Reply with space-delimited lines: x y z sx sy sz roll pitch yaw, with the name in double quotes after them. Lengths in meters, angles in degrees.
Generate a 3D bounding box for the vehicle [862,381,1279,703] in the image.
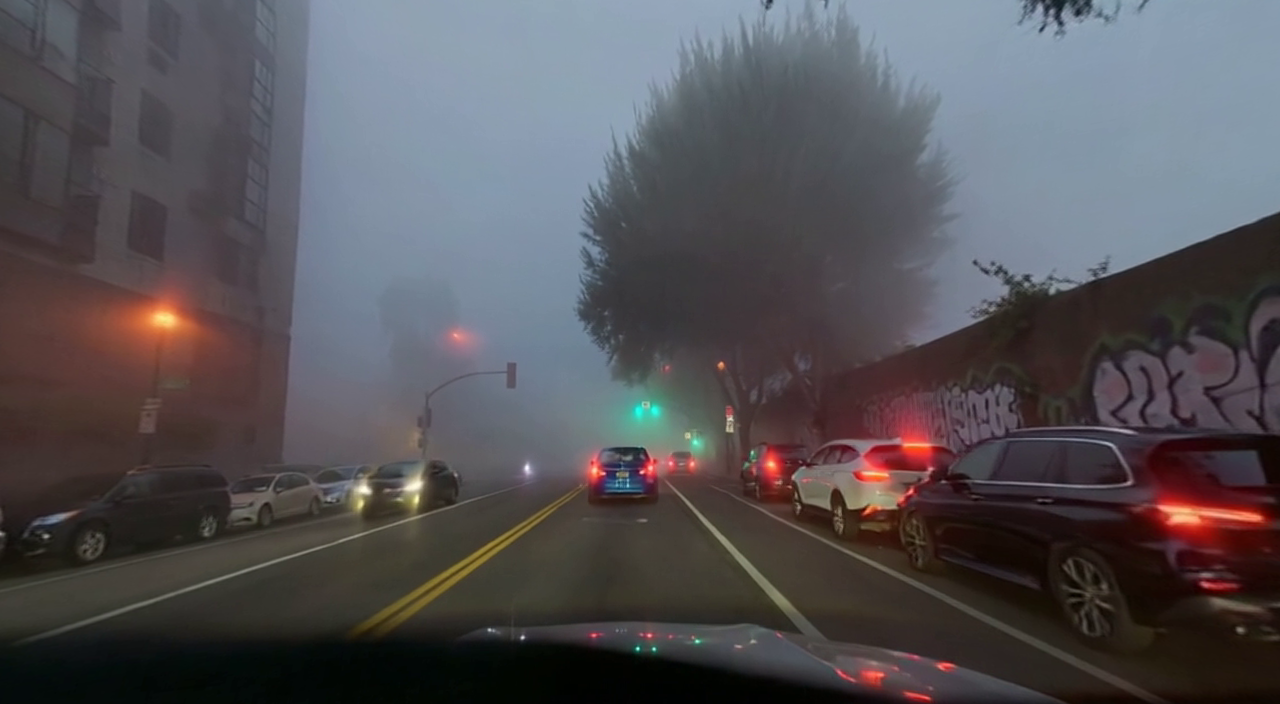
4.185 1.439 6.012 2.097 1.811 5.230 0 -8 -2 "vehicle"

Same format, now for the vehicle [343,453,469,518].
-6.516 3.720 18.149 1.906 1.445 4.490 -4 -8 0 "vehicle"

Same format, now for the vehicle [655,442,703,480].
1.887 5.463 31.958 2.207 1.761 4.292 0 -8 1 "vehicle"

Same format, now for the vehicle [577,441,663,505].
-0.528 3.393 18.243 2.166 1.579 4.300 0 -8 -1 "vehicle"

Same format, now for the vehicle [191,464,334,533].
-10.982 4.234 18.790 1.741 1.506 4.370 -4 -8 -3 "vehicle"

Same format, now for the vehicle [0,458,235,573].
-10.923 3.208 13.050 2.276 1.741 4.439 -4 -8 -1 "vehicle"

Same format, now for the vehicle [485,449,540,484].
-6.933 6.248 34.781 2.147 1.747 4.409 0 -8 -1 "vehicle"
